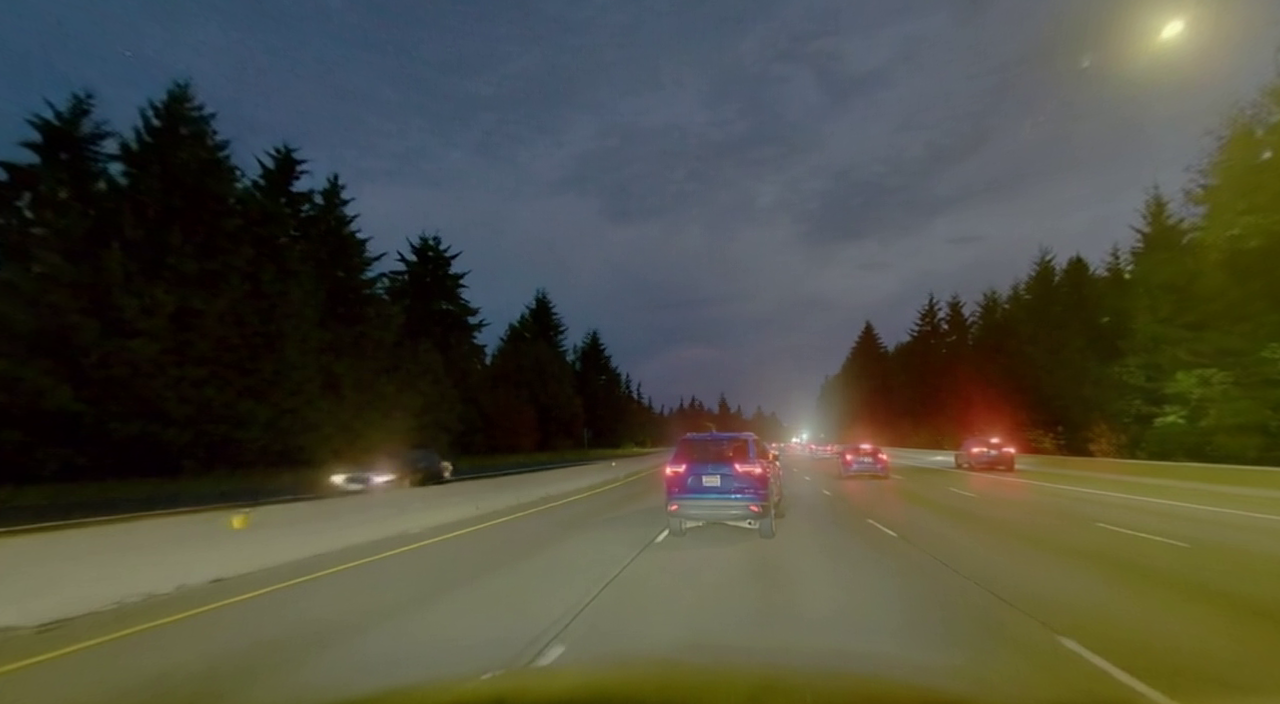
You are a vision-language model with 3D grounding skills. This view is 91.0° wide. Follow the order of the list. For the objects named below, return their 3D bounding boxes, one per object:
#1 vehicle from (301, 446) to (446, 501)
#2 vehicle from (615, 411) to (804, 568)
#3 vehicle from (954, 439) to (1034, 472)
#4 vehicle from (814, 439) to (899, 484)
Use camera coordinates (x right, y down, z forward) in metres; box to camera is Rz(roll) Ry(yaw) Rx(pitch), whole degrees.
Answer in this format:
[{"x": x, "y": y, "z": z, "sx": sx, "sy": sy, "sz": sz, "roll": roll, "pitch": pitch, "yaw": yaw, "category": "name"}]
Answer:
[{"x": -8.103, "y": 3.692, "z": 19.715, "sx": 1.934, "sy": 1.478, "sz": 4.474, "roll": -2, "pitch": -8, "yaw": 11, "category": "vehicle"}, {"x": 1.107, "y": 1.759, "z": 8.854, "sx": 2.021, "sy": 1.635, "sz": 4.085, "roll": -2, "pitch": -8, "yaw": 11, "category": "vehicle"}, {"x": 16.965, "y": 4.951, "z": 30.416, "sx": 1.990, "sy": 1.478, "sz": 4.475, "roll": -2, "pitch": -8, "yaw": 11, "category": "vehicle"}, {"x": 7.675, "y": 3.875, "z": 22.758, "sx": 1.962, "sy": 1.442, "sz": 4.536, "roll": -1, "pitch": -8, "yaw": 7, "category": "vehicle"}]
